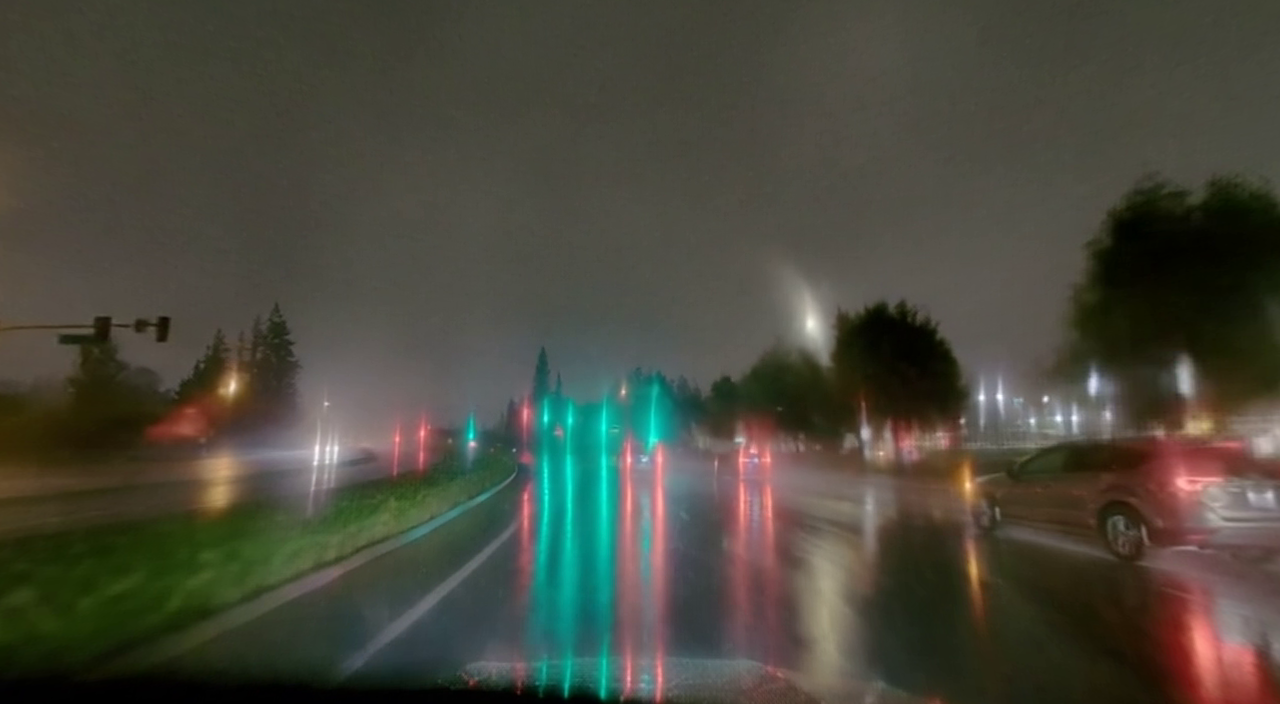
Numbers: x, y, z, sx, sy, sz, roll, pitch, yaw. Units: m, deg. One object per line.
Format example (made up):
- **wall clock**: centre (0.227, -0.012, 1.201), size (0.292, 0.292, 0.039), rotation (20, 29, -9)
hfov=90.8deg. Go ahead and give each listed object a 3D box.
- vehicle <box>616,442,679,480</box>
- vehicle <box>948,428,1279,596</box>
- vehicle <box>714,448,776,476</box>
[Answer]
- **vehicle**: centre (0.255, 5.146, 30.189), size (2.122, 1.646, 4.525), rotation (2, -9, -11)
- **vehicle**: centre (5.987, 1.750, 7.883), size (1.882, 1.476, 4.344), rotation (0, -8, -3)
- **vehicle**: centre (5.949, 6.281, 36.365), size (1.940, 1.460, 4.652), rotation (2, -9, -12)
